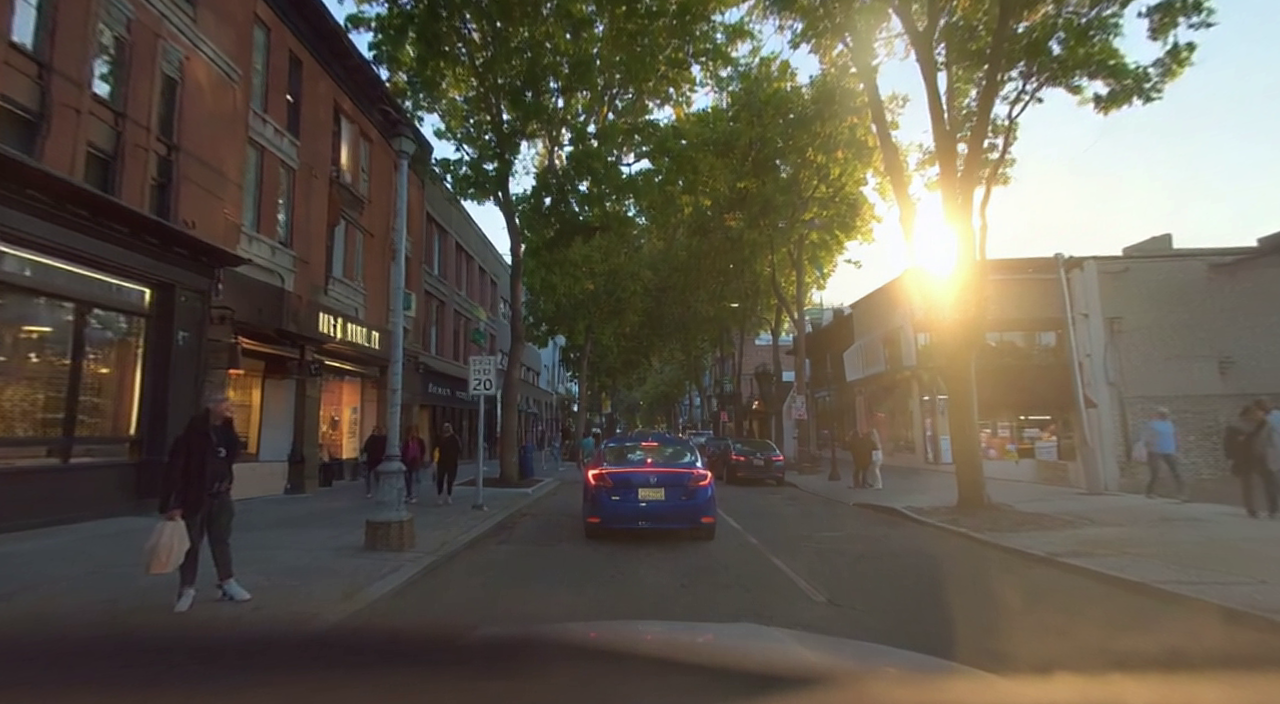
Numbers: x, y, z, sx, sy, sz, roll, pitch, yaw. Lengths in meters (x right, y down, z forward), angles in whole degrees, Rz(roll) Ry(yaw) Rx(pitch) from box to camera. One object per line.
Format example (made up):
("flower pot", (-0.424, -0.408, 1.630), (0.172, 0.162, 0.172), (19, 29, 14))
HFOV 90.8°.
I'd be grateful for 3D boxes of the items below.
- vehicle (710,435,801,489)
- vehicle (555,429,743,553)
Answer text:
("vehicle", (3.576, 3.507, 20.450), (2.025, 1.523, 4.426), (0, -9, -1))
("vehicle", (0.062, 1.984, 9.730), (2.261, 1.474, 4.130), (0, -9, -1))
